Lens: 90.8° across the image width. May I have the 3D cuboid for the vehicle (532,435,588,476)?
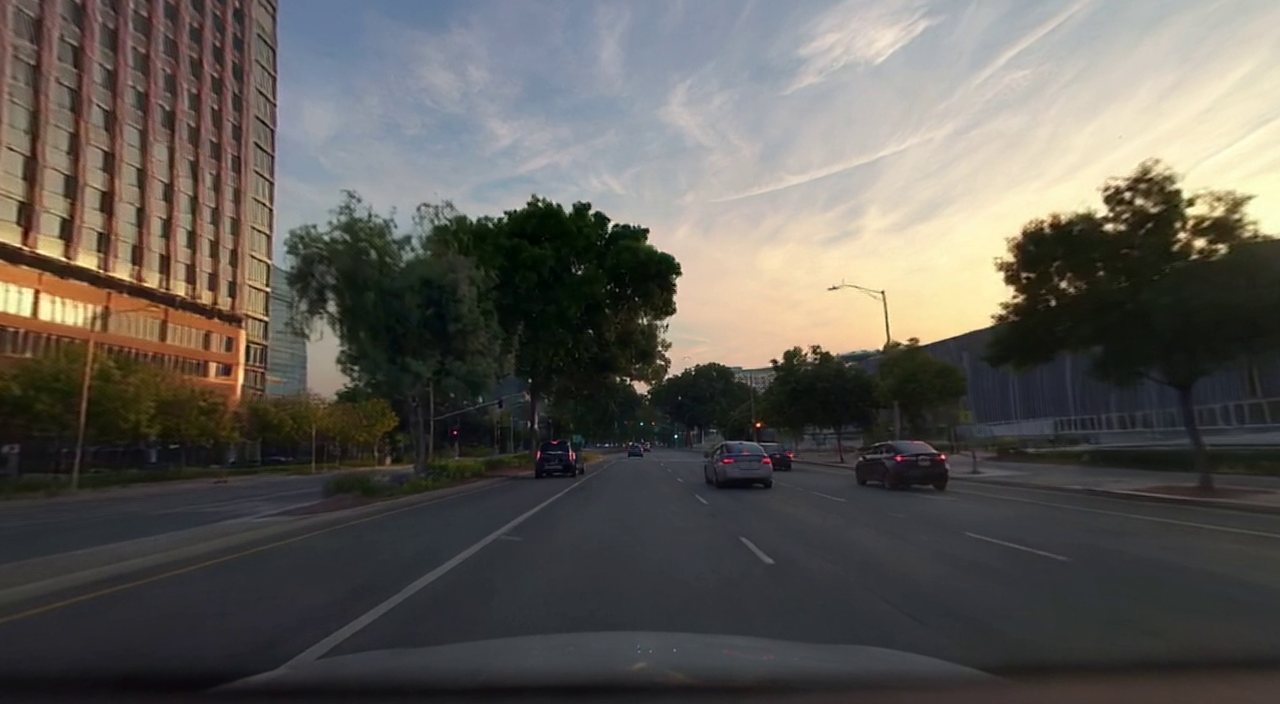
[{"bbox_3d":[-3.770,4.947,30.463,2.155,1.797,3.989,-1,-8,1],"label":"vehicle"}]

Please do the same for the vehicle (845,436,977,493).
[{"bbox_3d":[8.141,3.406,19.546,1.944,1.503,4.723,0,-8,0],"label":"vehicle"}]

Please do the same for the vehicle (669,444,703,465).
[{"bbox_3d":[3.359,7.613,47.027,2.054,1.473,4.511,0,-8,-2],"label":"vehicle"}]

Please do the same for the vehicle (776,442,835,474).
[{"bbox_3d":[8.262,5.322,31.973,1.884,1.478,4.164,0,-8,1],"label":"vehicle"}]

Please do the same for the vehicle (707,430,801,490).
[{"bbox_3d":[3.632,3.541,21.113,2.152,1.742,4.704,0,-8,-1],"label":"vehicle"}]
